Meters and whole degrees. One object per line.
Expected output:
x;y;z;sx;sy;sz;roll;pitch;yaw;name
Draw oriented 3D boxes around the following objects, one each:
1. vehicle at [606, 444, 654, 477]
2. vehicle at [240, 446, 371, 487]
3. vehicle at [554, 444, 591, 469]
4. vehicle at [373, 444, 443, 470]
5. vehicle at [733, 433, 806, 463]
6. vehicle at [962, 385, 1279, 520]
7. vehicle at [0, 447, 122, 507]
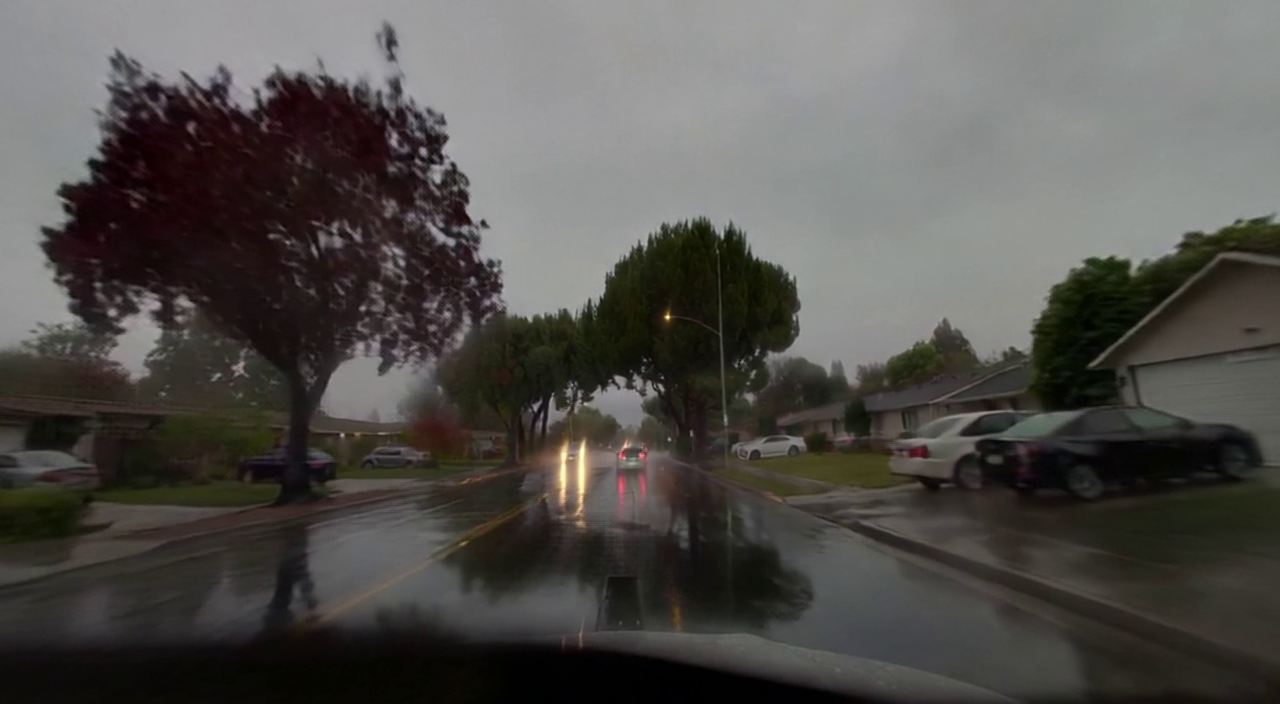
-0.451;5.125;30.118;2.098;1.483;4.099;0;-8;0;vehicle
-14.850;5.099;28.191;4.608;1.743;2.222;-1;-9;6;vehicle
-5.095;7.967;48.484;2.256;1.838;4.613;0;-8;1;vehicle
-17.341;7.858;47.432;4.463;1.917;1.970;1;-9;-5;vehicle
9.234;6.852;45.182;4.634;1.723;1.966;-4;-7;-2;vehicle
8.382;1.658;10.800;4.513;1.617;1.998;-6;-8;-1;vehicle
-17.082;3.434;17.818;4.608;1.481;1.890;-4;-9;25;vehicle
